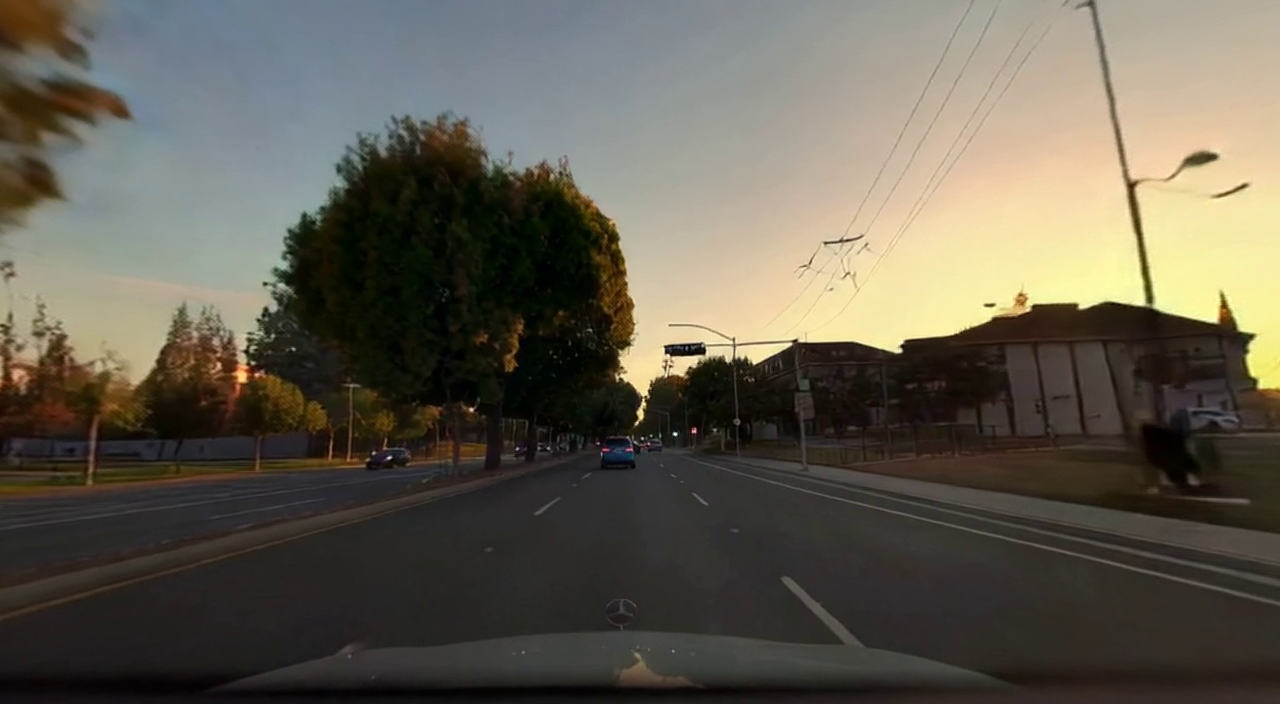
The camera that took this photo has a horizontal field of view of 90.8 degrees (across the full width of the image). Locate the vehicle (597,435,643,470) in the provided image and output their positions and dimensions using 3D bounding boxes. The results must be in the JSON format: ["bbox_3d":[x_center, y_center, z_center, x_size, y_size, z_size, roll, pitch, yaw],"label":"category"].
[{"bbox_3d":[-0.982,5.309,33.347,2.174,1.703,4.231,0,-9,1],"label":"vehicle"}]

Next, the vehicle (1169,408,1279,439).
[{"bbox_3d":[34.971,4.308,37.829,4.612,1.753,1.887,0,-10,3],"label":"vehicle"}]
